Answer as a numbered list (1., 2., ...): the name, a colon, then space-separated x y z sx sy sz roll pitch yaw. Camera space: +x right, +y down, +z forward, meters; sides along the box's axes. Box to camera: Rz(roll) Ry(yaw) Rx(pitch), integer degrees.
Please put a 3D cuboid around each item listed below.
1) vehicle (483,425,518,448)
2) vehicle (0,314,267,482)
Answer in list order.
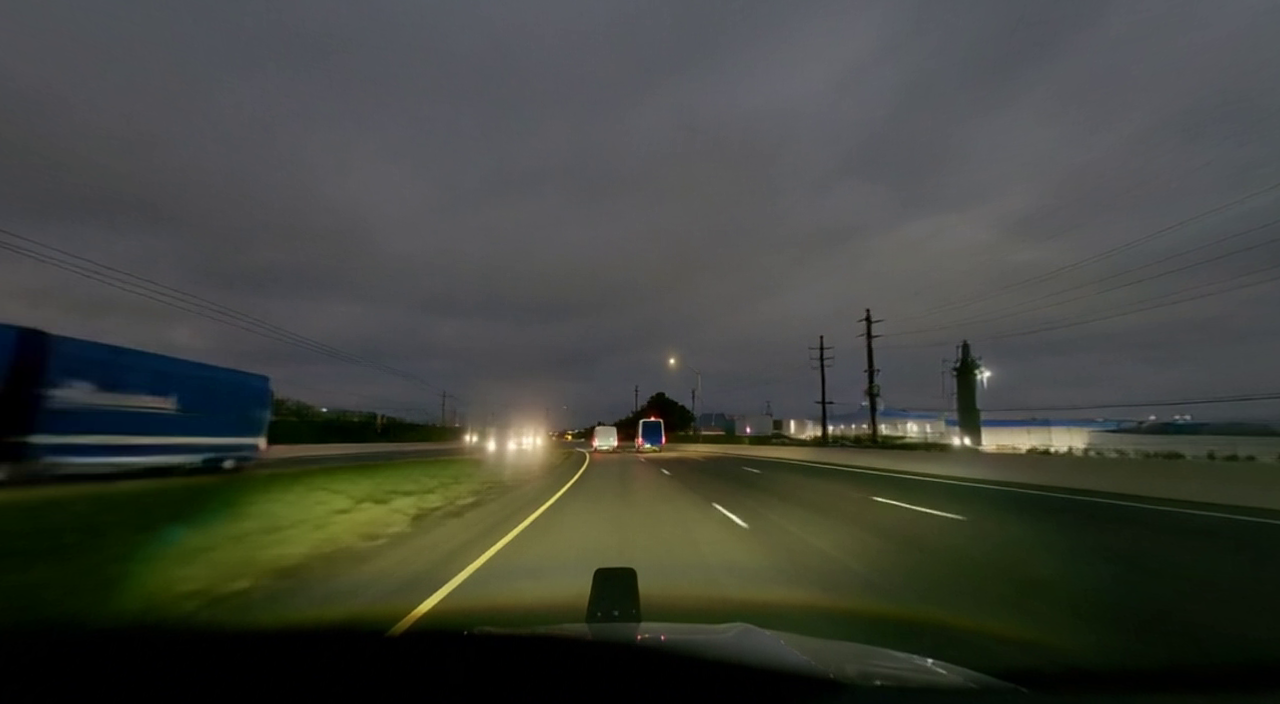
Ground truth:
1. vehicle: -9.846 6.037 44.662 1.734 1.560 3.682 0 -8 -2
2. vehicle: -15.575 1.636 18.173 3.028 3.625 11.168 0 -8 -1
